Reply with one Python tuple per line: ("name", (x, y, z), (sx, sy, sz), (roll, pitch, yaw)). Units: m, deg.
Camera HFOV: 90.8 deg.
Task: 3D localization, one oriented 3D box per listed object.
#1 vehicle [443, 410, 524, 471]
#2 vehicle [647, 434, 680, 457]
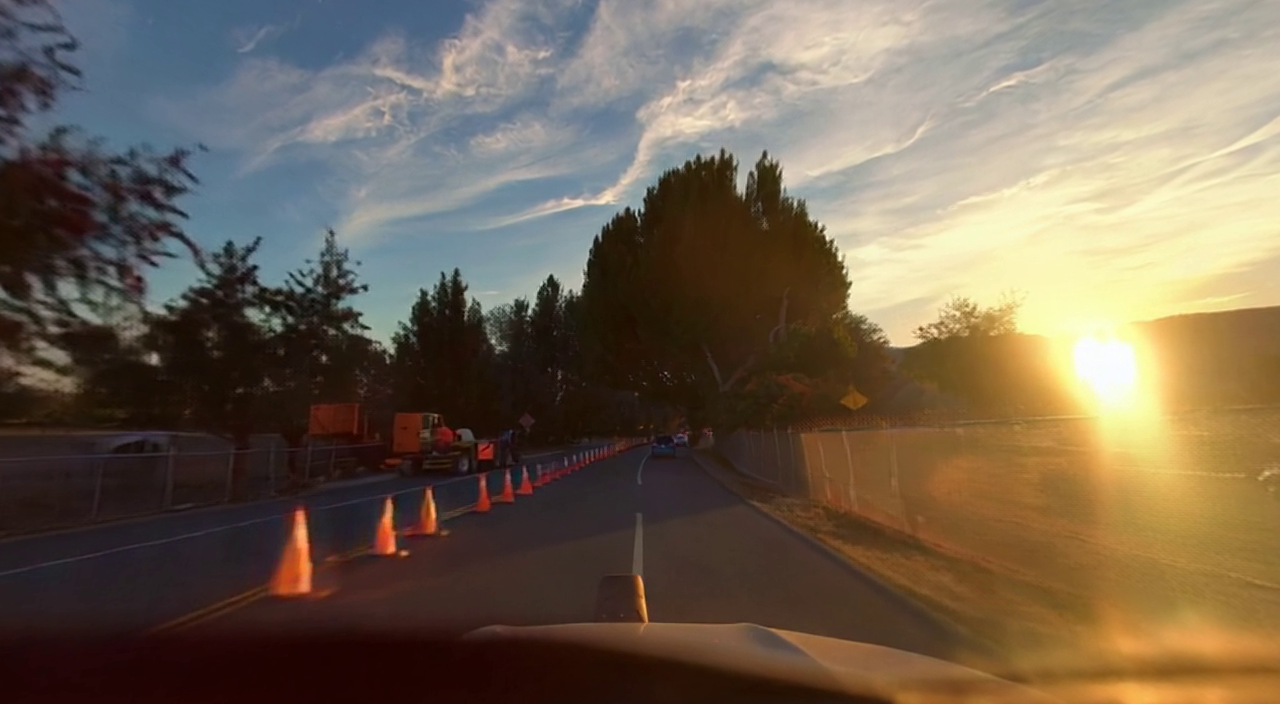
("vehicle", (-7.344, 4.205, 29.967), (3.064, 2.710, 2.385), (-1, -9, 4))
("vehicle", (1.610, 6.501, 43.923), (2.172, 1.486, 3.581), (0, -9, 2))
